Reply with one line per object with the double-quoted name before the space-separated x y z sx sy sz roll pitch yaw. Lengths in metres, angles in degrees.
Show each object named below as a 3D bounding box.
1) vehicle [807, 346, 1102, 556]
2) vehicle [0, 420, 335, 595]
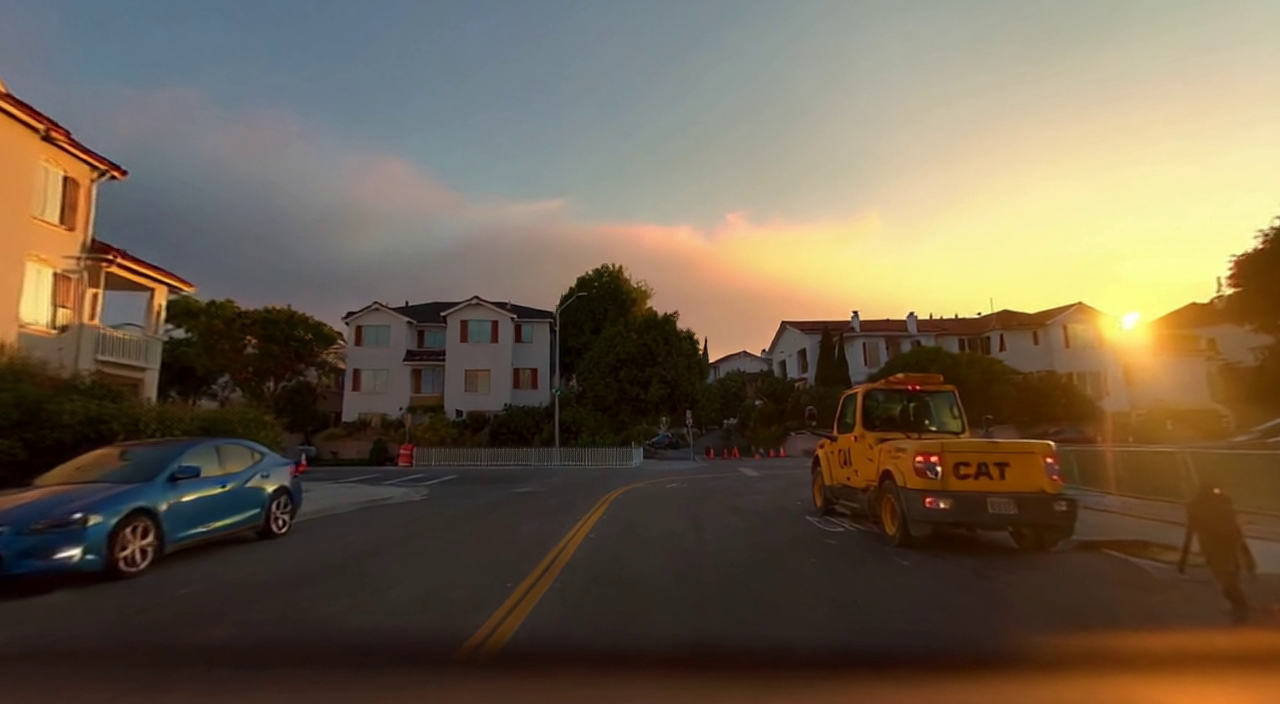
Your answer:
"vehicle" 4.411 1.475 9.714 2.501 2.613 3.505 0 -9 -3
"vehicle" -6.663 1.931 8.919 2.220 1.765 4.799 0 -8 1
